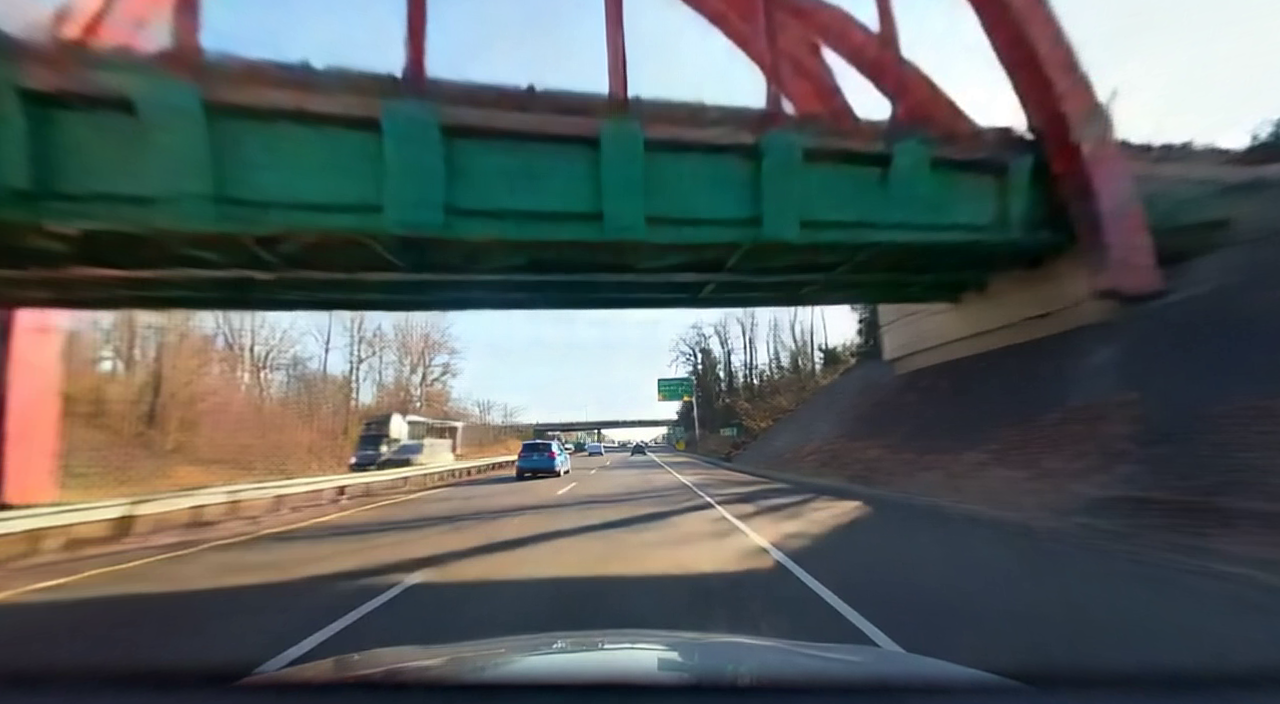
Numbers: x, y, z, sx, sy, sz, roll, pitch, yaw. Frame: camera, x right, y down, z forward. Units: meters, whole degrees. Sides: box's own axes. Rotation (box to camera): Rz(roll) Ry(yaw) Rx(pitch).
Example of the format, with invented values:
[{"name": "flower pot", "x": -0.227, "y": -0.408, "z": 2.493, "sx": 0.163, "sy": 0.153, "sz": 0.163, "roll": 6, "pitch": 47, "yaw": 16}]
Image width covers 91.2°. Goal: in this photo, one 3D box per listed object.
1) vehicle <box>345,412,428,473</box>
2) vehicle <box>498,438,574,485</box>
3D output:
[{"name": "vehicle", "x": -18.264, "y": 6.555, "z": 45.770, "sx": 3.043, "sy": 4.057, "sz": 6.636, "roll": 0, "pitch": -8, "yaw": 1}, {"name": "vehicle", "x": -3.778, "y": 4.054, "z": 23.516, "sx": 2.052, "sy": 1.556, "sz": 4.405, "roll": 0, "pitch": -8, "yaw": 0}]
